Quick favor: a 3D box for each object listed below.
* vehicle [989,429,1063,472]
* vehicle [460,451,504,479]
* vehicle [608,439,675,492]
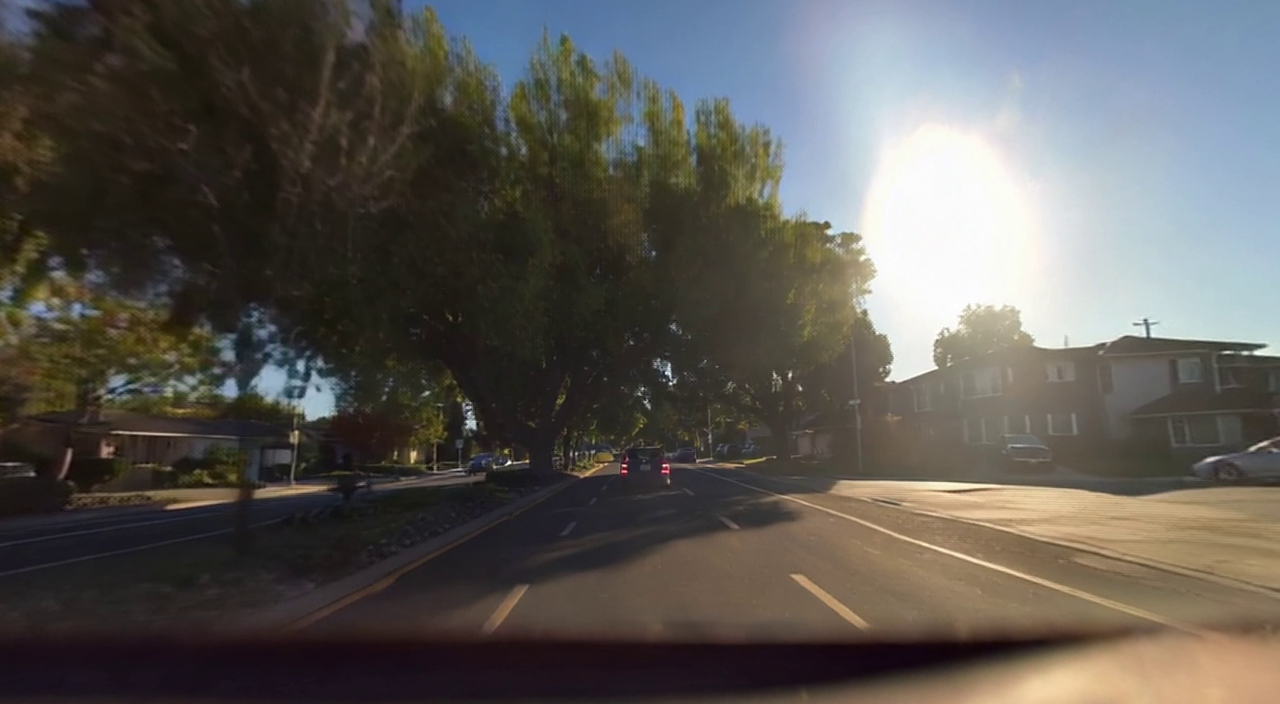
[{"bbox_3d":[17.853,4.505,29.102,2.128,1.771,4.721,-7,-11,39],"label":"vehicle"},{"bbox_3d":[-9.412,6.745,37.936,1.861,1.516,3.752,0,-8,-3],"label":"vehicle"},{"bbox_3d":[0.074,3.864,21.909,2.106,1.655,3.717,0,-8,1],"label":"vehicle"}]
